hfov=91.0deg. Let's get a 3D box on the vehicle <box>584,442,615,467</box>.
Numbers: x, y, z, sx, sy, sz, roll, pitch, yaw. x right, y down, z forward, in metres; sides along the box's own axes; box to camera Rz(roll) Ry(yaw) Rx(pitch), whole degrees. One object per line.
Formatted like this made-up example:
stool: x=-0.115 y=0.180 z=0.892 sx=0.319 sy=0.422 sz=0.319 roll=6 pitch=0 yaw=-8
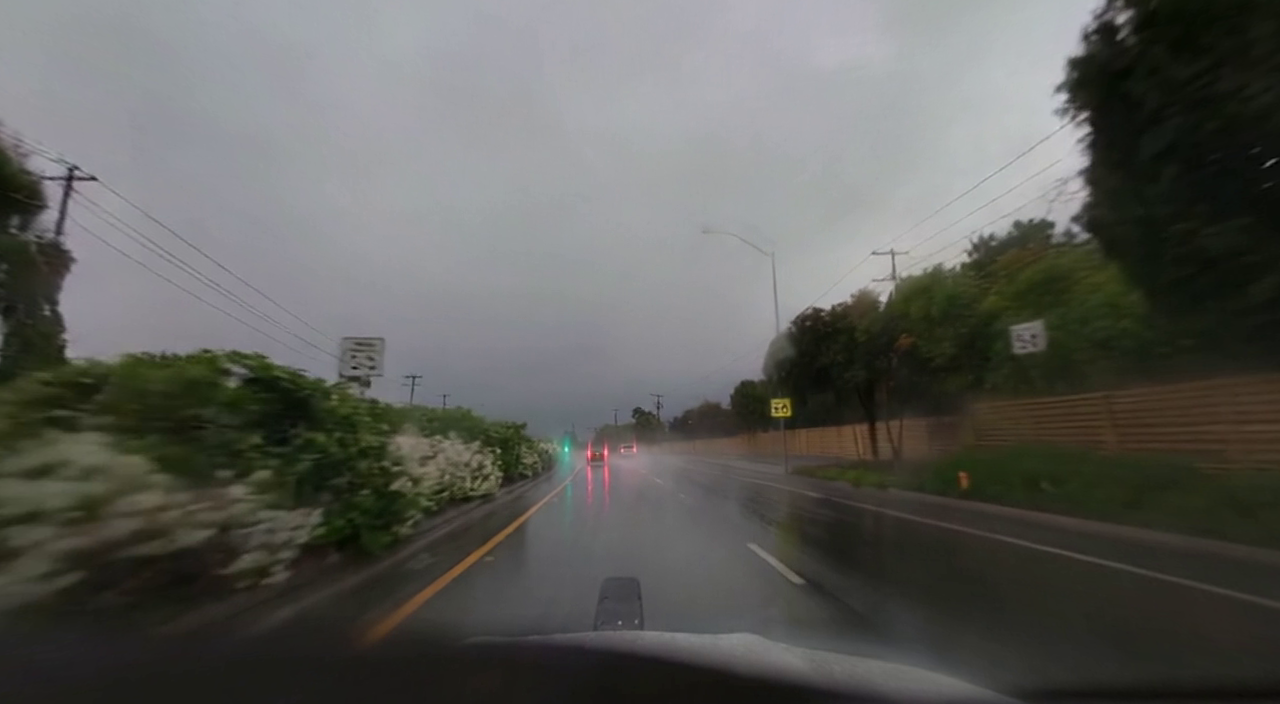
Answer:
vehicle: x=-2.922 y=7.240 z=44.621 sx=2.005 sy=1.633 sz=4.044 roll=1 pitch=-9 yaw=-5
